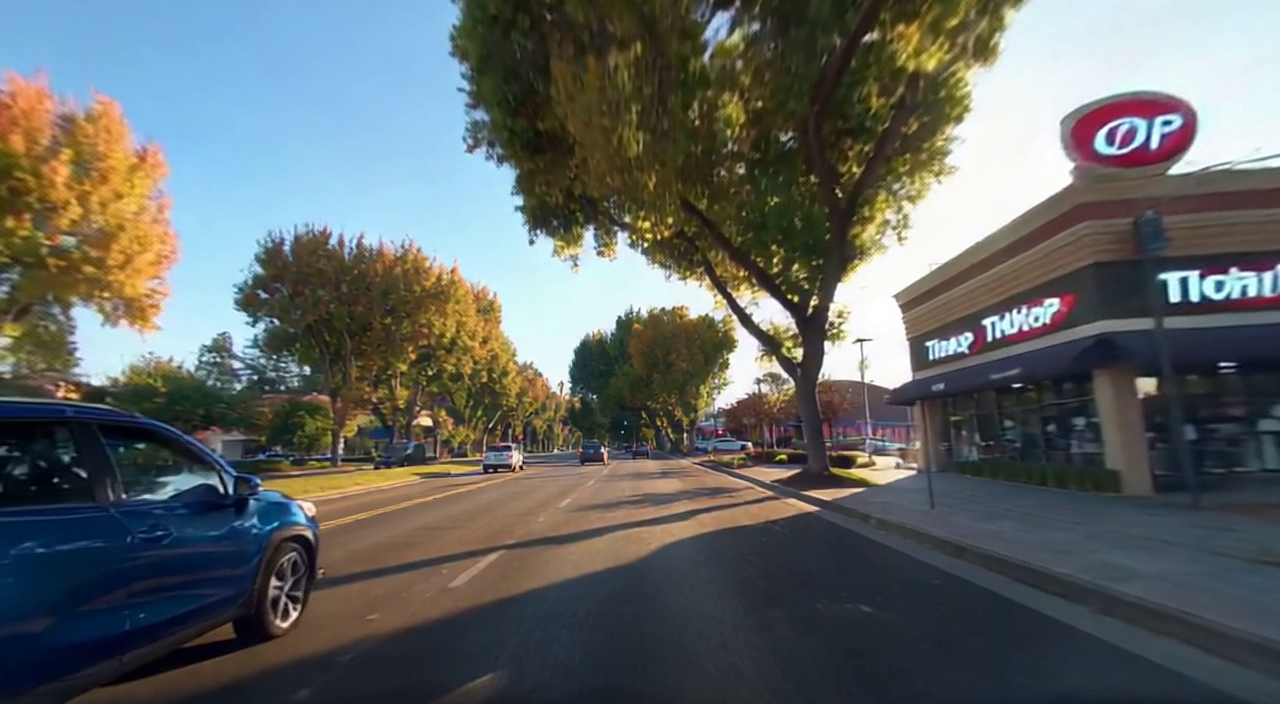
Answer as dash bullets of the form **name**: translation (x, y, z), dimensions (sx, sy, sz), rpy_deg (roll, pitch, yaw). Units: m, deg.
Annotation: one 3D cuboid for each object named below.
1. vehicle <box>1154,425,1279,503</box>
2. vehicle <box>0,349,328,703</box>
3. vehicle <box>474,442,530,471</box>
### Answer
- **vehicle**: translation (15.391, 2.594, 14.862), dimensions (4.806, 1.664, 2.050), rpy_deg (0, -8, -3)
- **vehicle**: translation (-3.397, 0.858, 2.520), dimensions (2.127, 1.654, 4.121), rpy_deg (0, -8, 1)
- **vehicle**: translation (-7.380, 5.612, 34.128), dimensions (1.990, 1.483, 4.410), rpy_deg (0, -8, 1)
